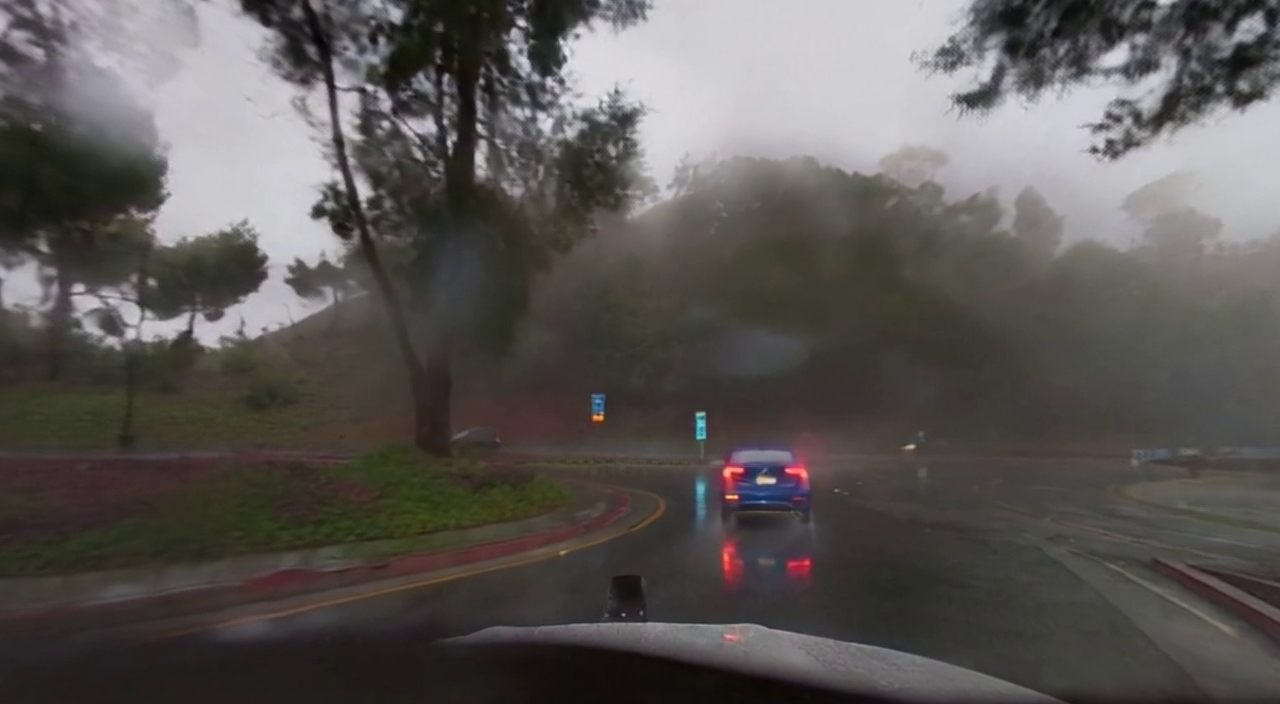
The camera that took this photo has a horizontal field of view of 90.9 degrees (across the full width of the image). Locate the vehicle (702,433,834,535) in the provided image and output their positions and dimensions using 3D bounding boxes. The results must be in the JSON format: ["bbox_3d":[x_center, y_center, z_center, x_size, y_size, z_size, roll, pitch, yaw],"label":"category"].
[{"bbox_3d":[2.458,2.478,12.310,2.078,1.607,4.010,-2,-10,11],"label":"vehicle"}]

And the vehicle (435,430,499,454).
[{"bbox_3d":[-11.746,6.169,42.886,4.045,1.569,1.781,2,-10,-15],"label":"vehicle"}]
